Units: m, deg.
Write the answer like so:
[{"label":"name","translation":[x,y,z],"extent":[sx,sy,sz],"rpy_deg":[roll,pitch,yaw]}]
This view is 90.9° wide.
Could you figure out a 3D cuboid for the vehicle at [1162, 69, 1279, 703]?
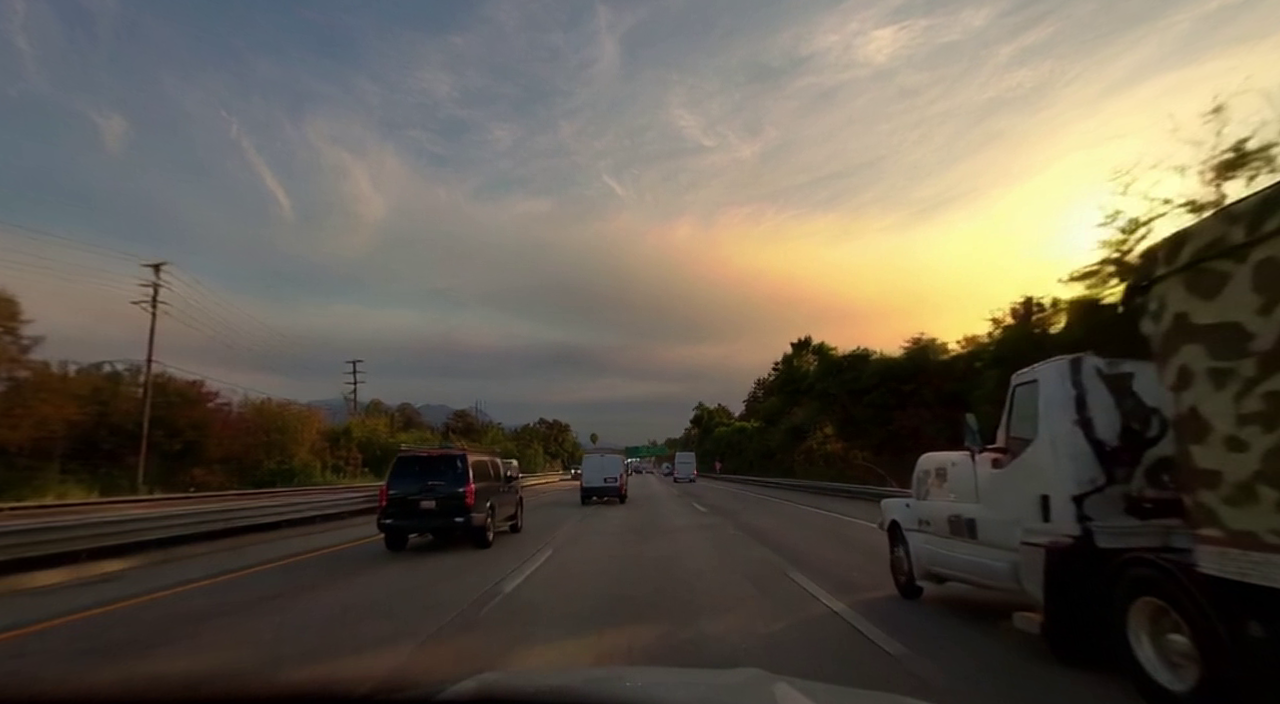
[{"label":"vehicle","translation":[4.049,-0.056,0.471],"extent":[2.703,2.988,5.097],"rpy_deg":[1,-11,-1]}]

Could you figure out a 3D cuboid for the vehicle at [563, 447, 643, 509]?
[{"label":"vehicle","translation":[-1.180,4.515,22.792],"extent":[2.378,1.930,5.086],"rpy_deg":[0,-11,2]}]

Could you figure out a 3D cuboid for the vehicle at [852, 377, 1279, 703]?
[{"label":"vehicle","translation":[3.996,1.520,6.008],"extent":[2.157,1.840,4.999],"rpy_deg":[1,-11,0]}]

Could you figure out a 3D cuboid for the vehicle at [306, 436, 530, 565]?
[{"label":"vehicle","translation":[-3.356,2.382,10.623],"extent":[2.124,1.671,4.262],"rpy_deg":[1,-11,1]}]
